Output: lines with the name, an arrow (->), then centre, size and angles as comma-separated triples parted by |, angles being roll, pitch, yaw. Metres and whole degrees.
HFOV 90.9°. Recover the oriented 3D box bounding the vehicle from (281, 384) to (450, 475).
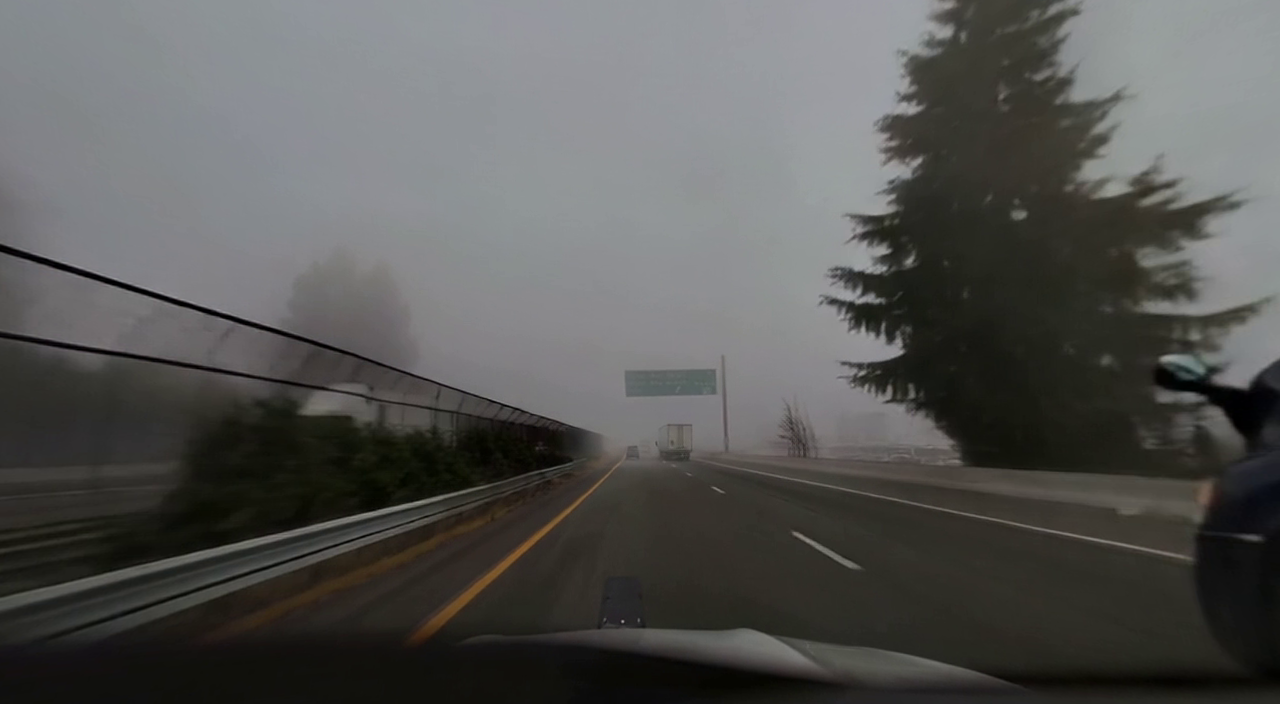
vehicle -> -12.754, 3.999, 31.234 | 3.045, 3.619, 12.191 | 0, -9, -1
